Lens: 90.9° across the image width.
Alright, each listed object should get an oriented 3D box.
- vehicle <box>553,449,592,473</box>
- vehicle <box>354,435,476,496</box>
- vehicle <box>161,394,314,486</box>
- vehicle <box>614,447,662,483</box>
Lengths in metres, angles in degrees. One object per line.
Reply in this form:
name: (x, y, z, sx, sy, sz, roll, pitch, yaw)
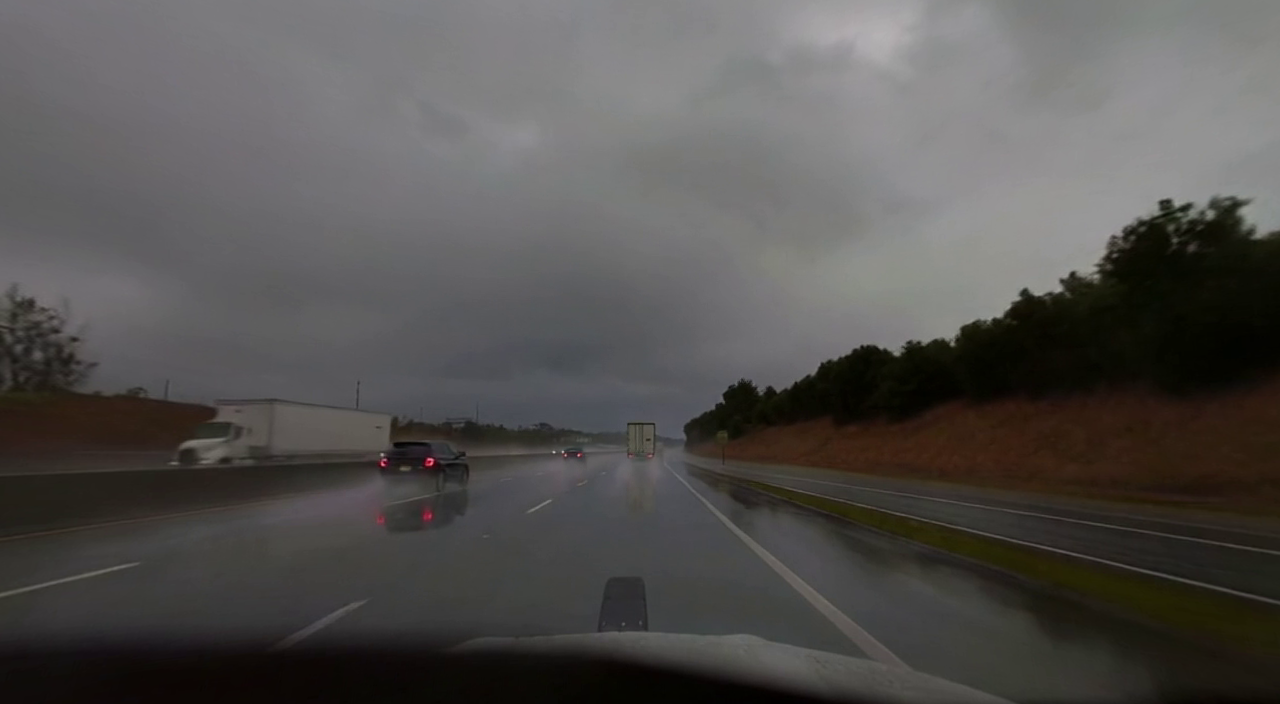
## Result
vehicle: (-4.426, 7.191, 41.842, 2.018, 1.504, 4.431, 0, -9, 1)
vehicle: (-7.742, 3.980, 22.462, 2.316, 1.875, 5.337, 0, -9, 1)
vehicle: (-19.090, 4.308, 30.521, 3.032, 3.951, 6.367, 0, -9, 0)
vehicle: (-0.095, 4.997, 28.073, 1.991, 1.507, 3.391, 0, -9, 0)
